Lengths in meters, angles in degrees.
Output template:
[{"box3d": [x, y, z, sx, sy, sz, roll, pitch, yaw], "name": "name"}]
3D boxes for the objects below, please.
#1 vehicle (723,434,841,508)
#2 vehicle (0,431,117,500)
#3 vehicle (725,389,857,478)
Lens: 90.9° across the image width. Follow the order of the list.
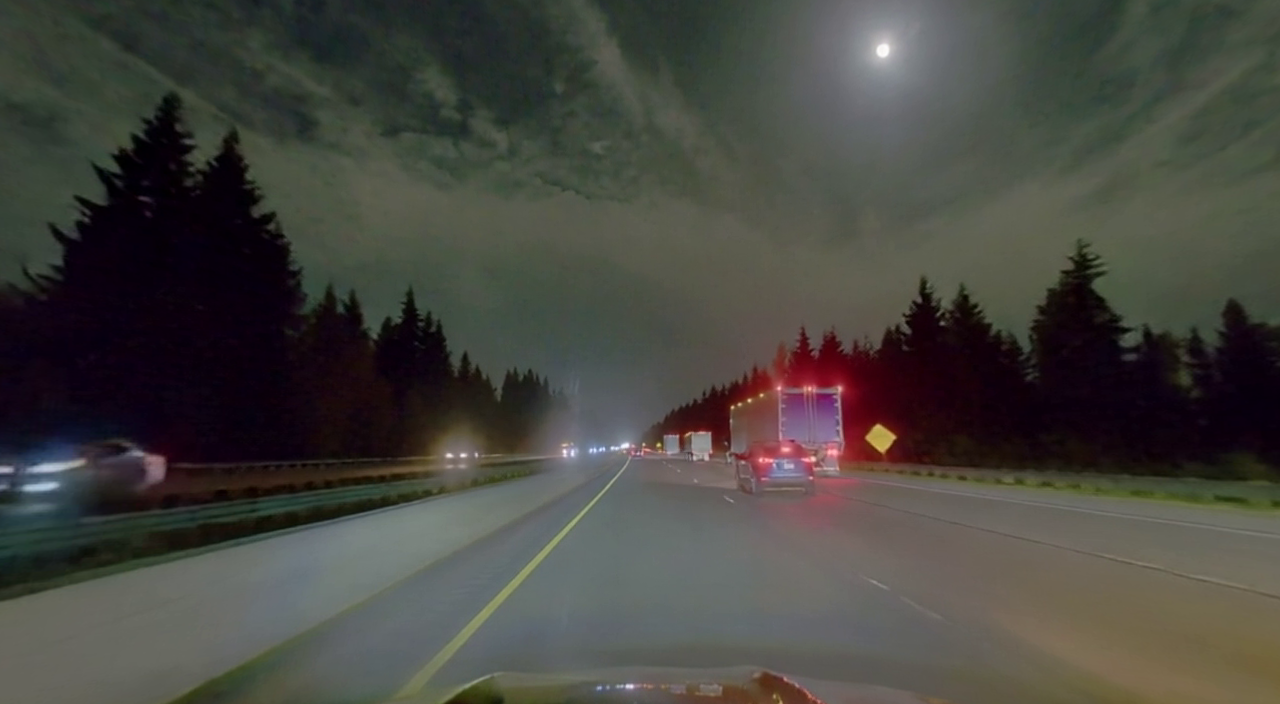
[{"box3d": [3.493, 3.029, 16.404, 2.022, 1.658, 4.132, 0, -9, -1], "name": "vehicle"}, {"box3d": [-15.434, 2.758, 15.405, 1.865, 1.532, 3.932, 0, -9, 0], "name": "vehicle"}, {"box3d": [7.963, 4.979, 36.932, 3.441, 4.016, 16.812, 0, -9, -1], "name": "vehicle"}]
